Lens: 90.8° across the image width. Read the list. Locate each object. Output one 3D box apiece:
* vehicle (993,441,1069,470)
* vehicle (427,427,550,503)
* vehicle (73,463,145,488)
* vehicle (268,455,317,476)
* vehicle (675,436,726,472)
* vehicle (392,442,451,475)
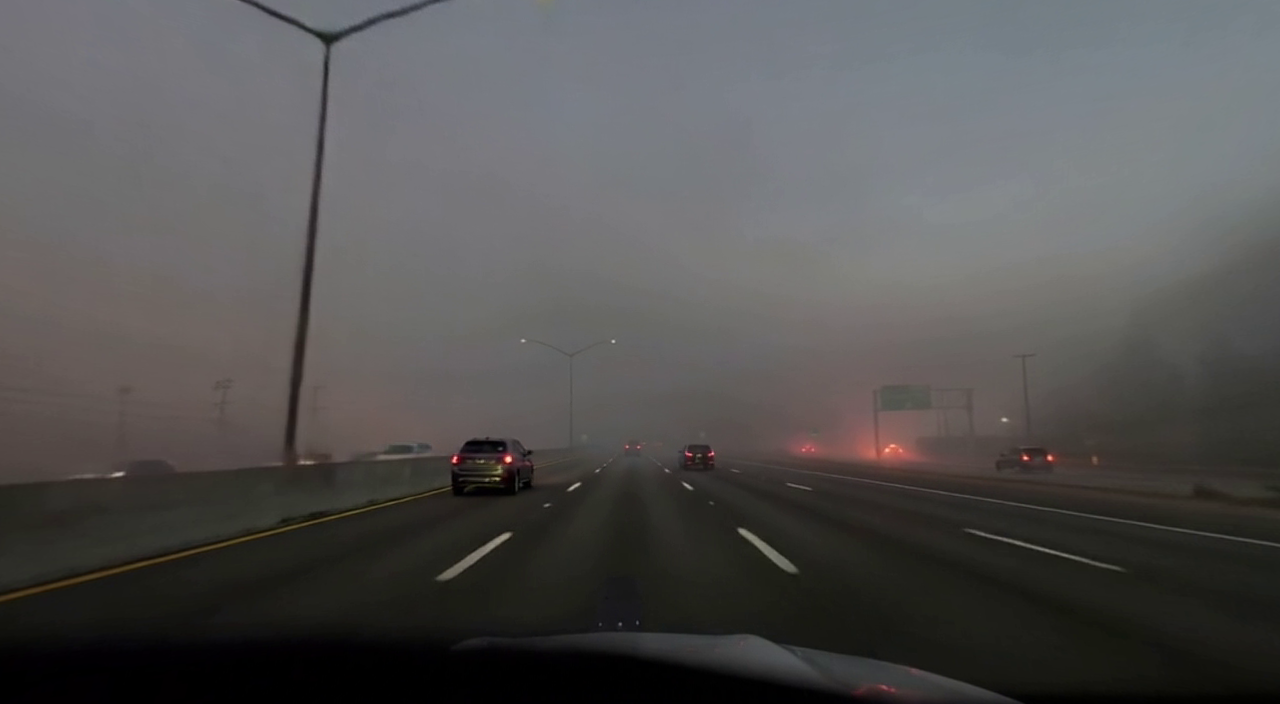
[{"bbox_3d":[25.553,6.766,41.565,2.070,1.782,5.006,-1,-8,4],"label":"vehicle"},{"bbox_3d":[-3.736,2.879,16.546,2.099,1.682,4.590,0,-8,0],"label":"vehicle"},{"bbox_3d":[-31.251,7.236,37.262,1.486,1.348,3.311,0,-9,-4],"label":"vehicle"},{"bbox_3d":[-23.917,7.803,43.593,1.505,1.361,3.376,0,-8,-2],"label":"vehicle"},{"bbox_3d":[2.925,5.070,31.500,1.997,1.638,4.281,0,-8,-1],"label":"vehicle"},{"bbox_3d":[-9.466,4.601,27.553,1.391,1.321,3.191,0,-8,0],"label":"vehicle"}]
